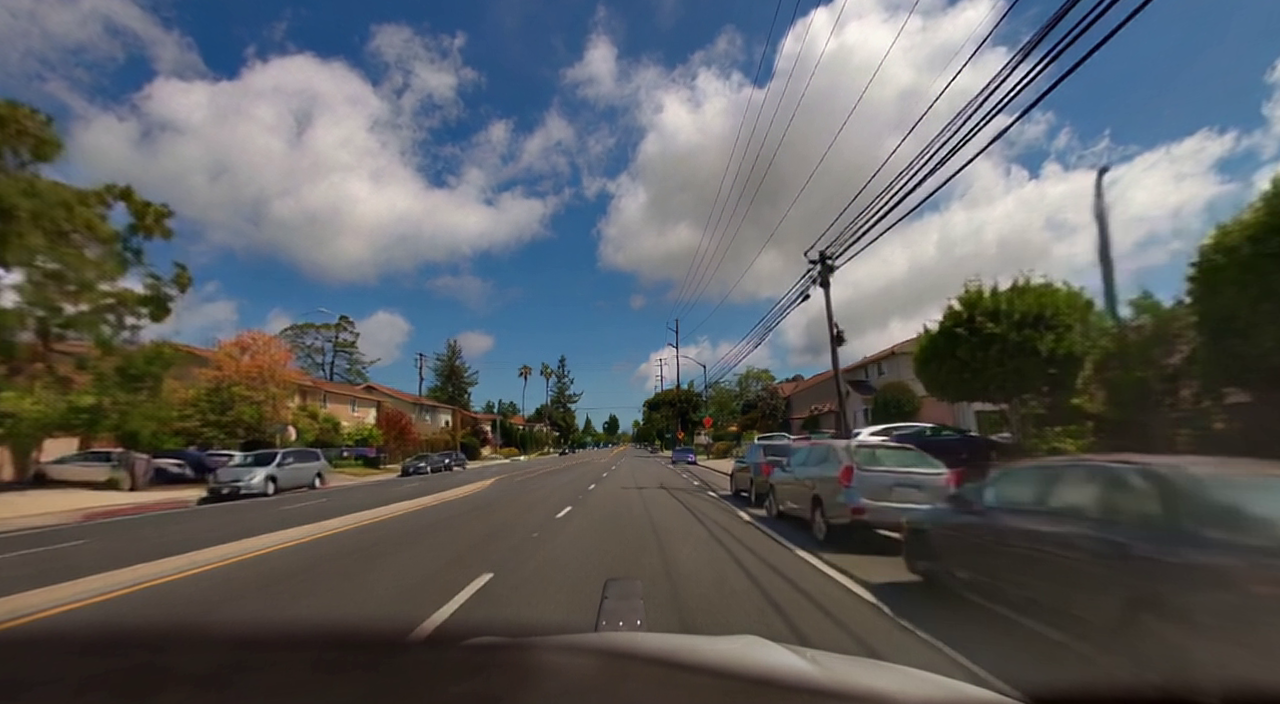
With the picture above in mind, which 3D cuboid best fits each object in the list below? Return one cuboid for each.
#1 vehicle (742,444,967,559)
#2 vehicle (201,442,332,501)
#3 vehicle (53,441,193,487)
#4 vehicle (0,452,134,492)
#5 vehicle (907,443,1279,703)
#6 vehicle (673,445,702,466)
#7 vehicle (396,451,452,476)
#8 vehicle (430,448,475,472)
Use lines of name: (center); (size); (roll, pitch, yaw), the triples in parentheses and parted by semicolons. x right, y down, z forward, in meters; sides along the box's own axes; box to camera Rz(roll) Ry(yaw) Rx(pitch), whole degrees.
vehicle: (3.072, 2.225, 10.271); (1.866, 1.414, 4.604); (0, -9, -2)
vehicle: (-13.640, 4.342, 23.491); (2.137, 1.852, 4.541); (-2, -8, 0)
vehicle: (-22.387, 4.857, 27.504); (4.351, 1.739, 1.890); (-2, -9, -3)
vehicle: (-22.155, 4.608, 24.417); (3.692, 1.441, 1.625); (0, -9, -2)
vehicle: (3.538, 1.296, 4.040); (1.818, 1.400, 4.640); (0, -9, 3)
vehicle: (3.576, 7.829, 47.926); (1.855, 1.518, 4.707); (0, -9, 0)
vehicle: (-14.042, 7.278, 41.403); (2.011, 1.480, 4.644); (0, -8, 0)
vehicle: (-13.844, 7.953, 46.843); (1.916, 1.632, 4.440); (0, -8, 1)
